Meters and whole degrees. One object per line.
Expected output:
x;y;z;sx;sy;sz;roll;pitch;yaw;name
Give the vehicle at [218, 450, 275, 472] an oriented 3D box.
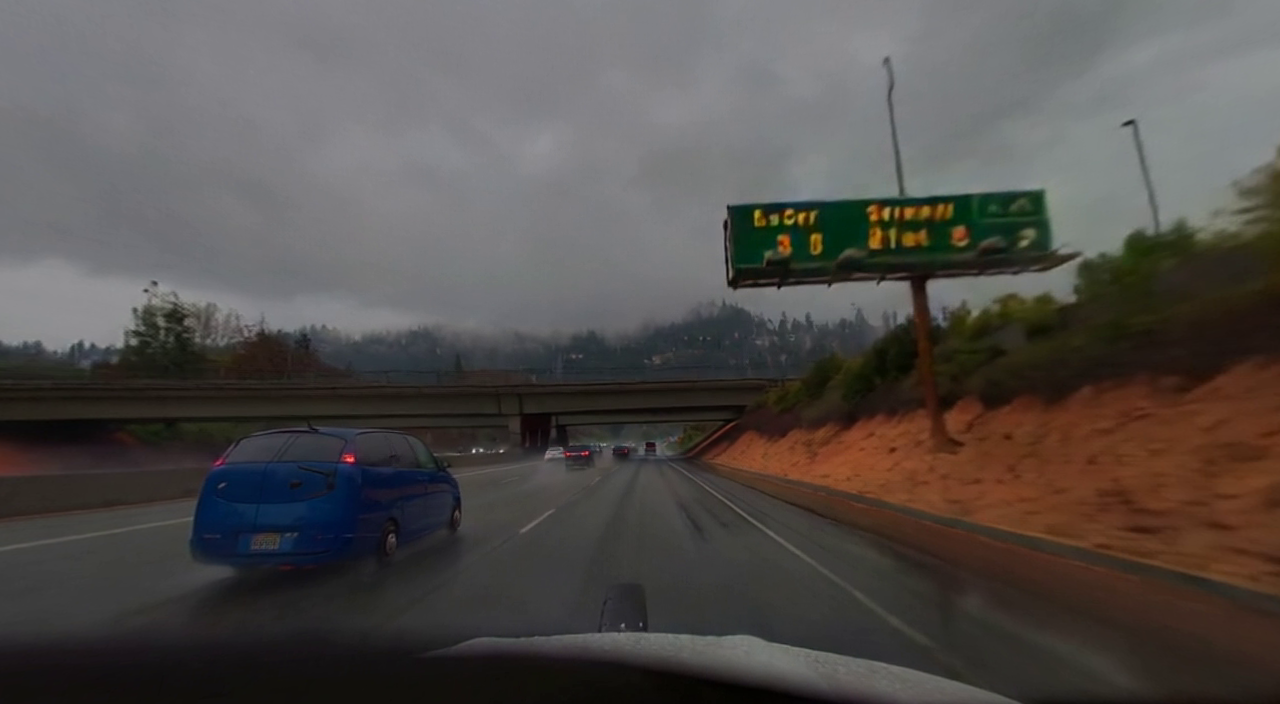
-27.770;7.689;44.664;1.644;1.420;3.518;0;-8;2;vehicle
